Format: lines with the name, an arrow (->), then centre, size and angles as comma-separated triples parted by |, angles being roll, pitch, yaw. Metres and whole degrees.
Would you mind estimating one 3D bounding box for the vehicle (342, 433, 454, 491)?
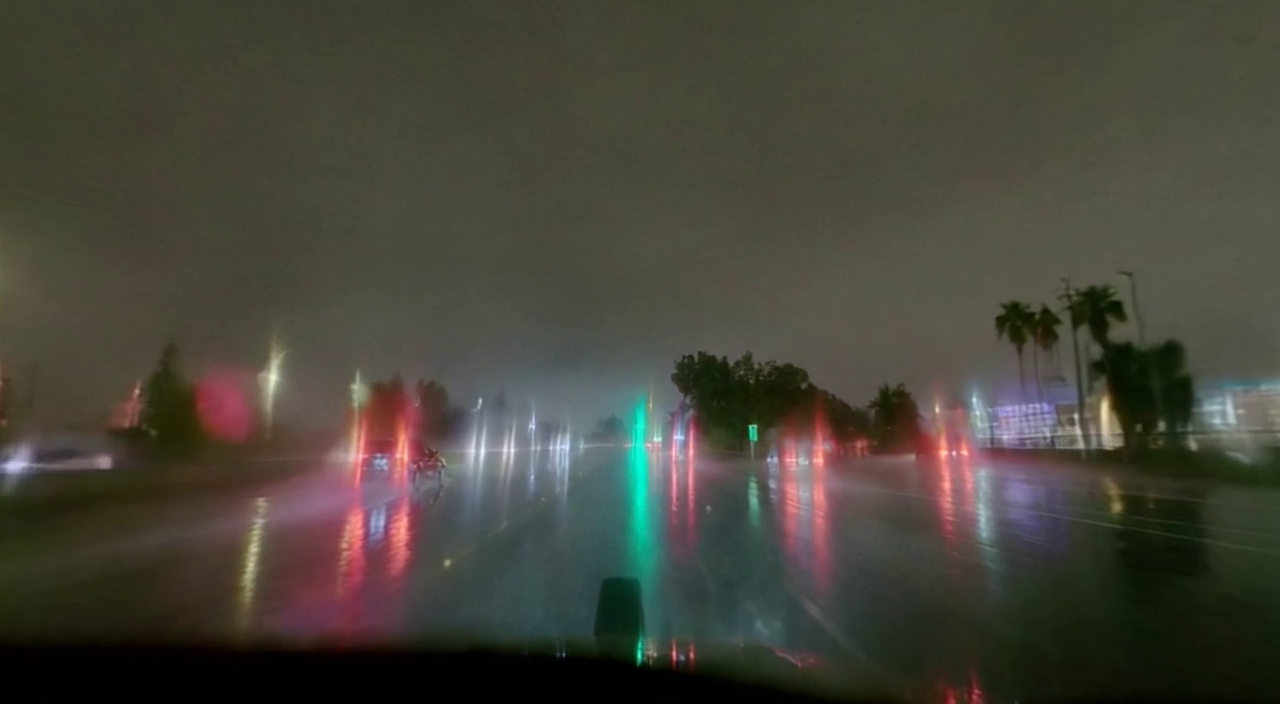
vehicle -> -8.041, 3.684, 21.480 | 2.089, 1.724, 4.327 | 0, -9, 0
